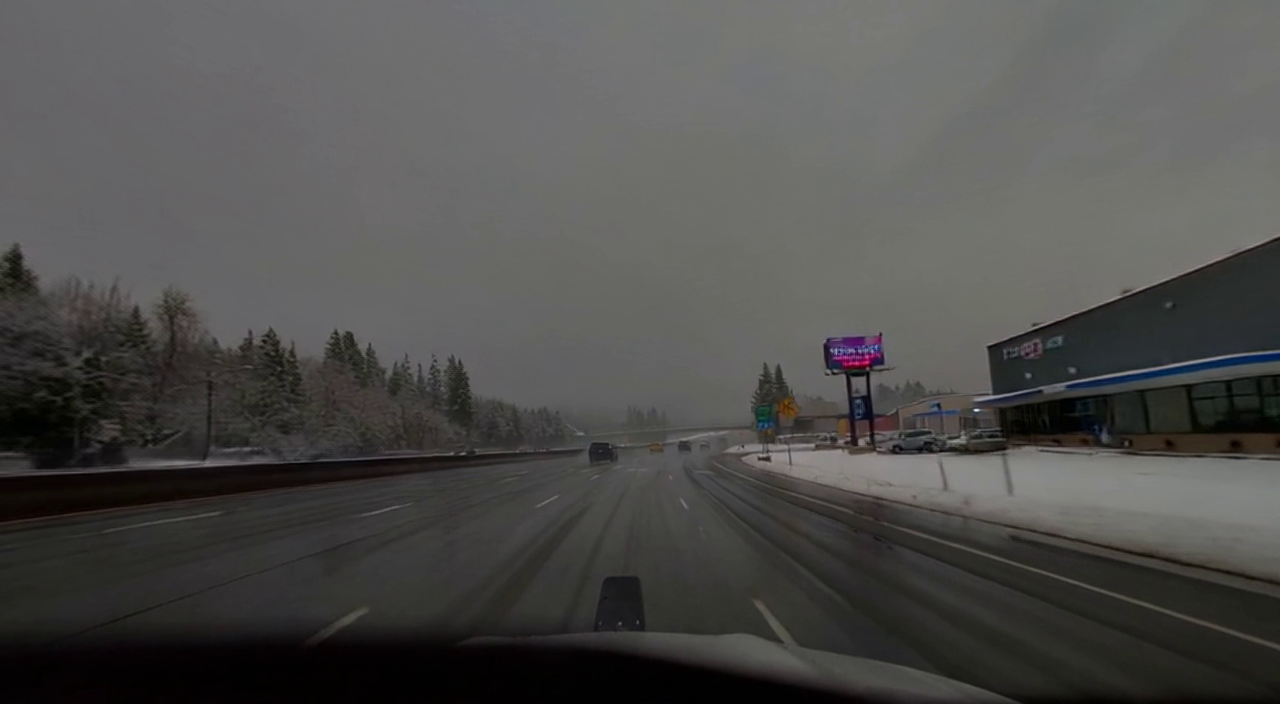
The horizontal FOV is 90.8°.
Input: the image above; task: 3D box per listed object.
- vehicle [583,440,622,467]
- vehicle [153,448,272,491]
[{"bbox_3d":[-2.543,7.006,43.647,2.139,1.782,4.079,-1,-9,4],"label":"vehicle"},{"bbox_3d":[-18.507,5.060,27.641,1.958,1.678,4.390,0,-9,2],"label":"vehicle"}]
